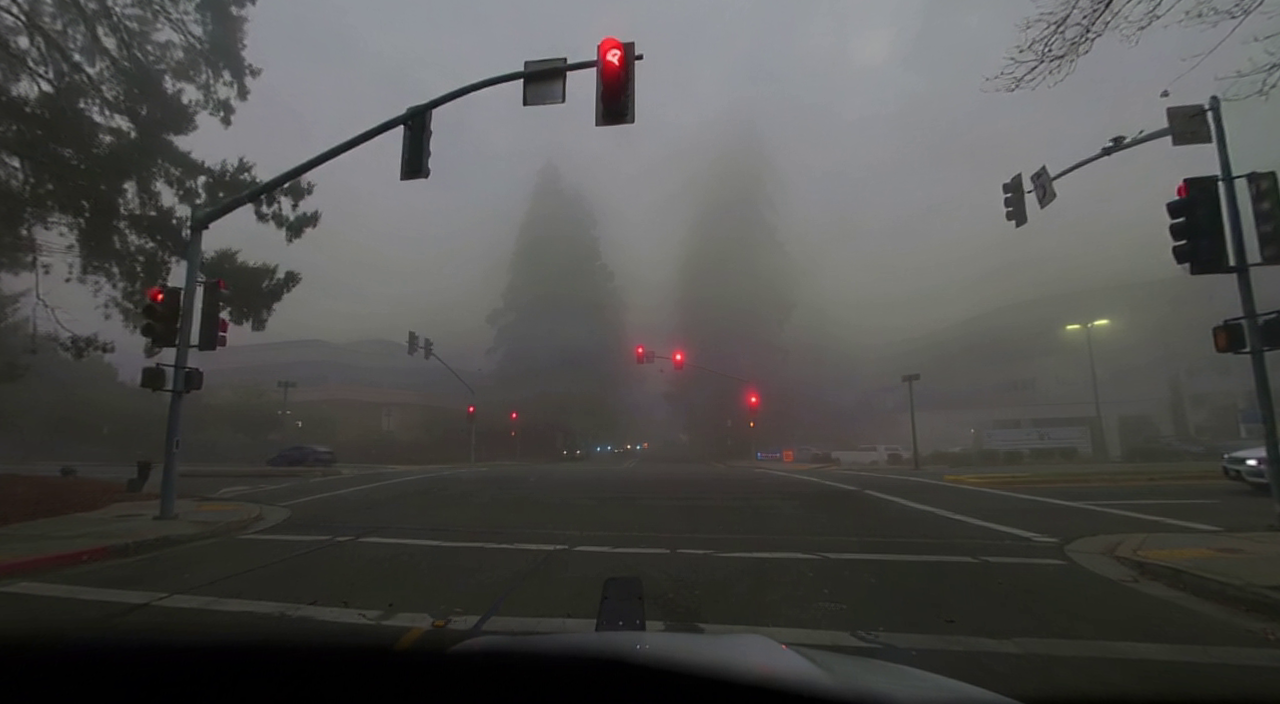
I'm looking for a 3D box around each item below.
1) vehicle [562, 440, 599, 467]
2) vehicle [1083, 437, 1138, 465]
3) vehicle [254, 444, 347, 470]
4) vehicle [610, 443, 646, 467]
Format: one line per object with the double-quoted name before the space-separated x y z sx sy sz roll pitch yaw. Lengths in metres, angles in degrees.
"vehicle" -4.106 7.107 44.292 2.251 1.756 4.610 0 -9 -2
"vehicle" 26.967 5.659 36.141 2.092 1.474 4.046 -8 -11 40
"vehicle" -19.752 6.121 36.806 4.628 1.414 1.897 -3 -9 15
"vehicle" -0.856 6.828 41.989 2.056 1.492 3.937 1 -9 -6
